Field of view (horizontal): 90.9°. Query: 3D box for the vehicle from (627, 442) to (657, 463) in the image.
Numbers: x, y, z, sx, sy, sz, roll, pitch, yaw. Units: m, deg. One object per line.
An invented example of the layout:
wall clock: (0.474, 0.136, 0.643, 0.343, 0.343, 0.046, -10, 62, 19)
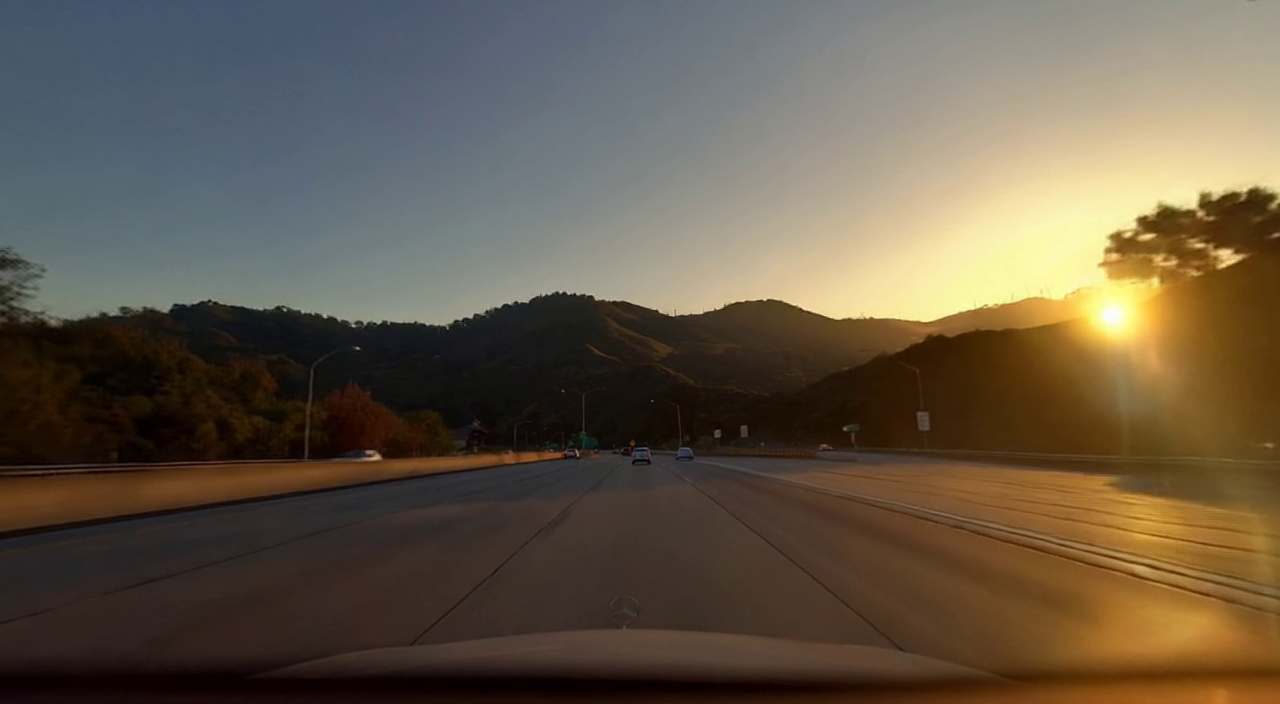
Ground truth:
vehicle: (0.094, 7.519, 47.424, 2.193, 1.497, 4.337, 0, -8, -1)

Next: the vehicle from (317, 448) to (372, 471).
vehicle: (-20.877, 7.601, 44.733, 2.001, 1.500, 3.901, 0, -8, 0)
